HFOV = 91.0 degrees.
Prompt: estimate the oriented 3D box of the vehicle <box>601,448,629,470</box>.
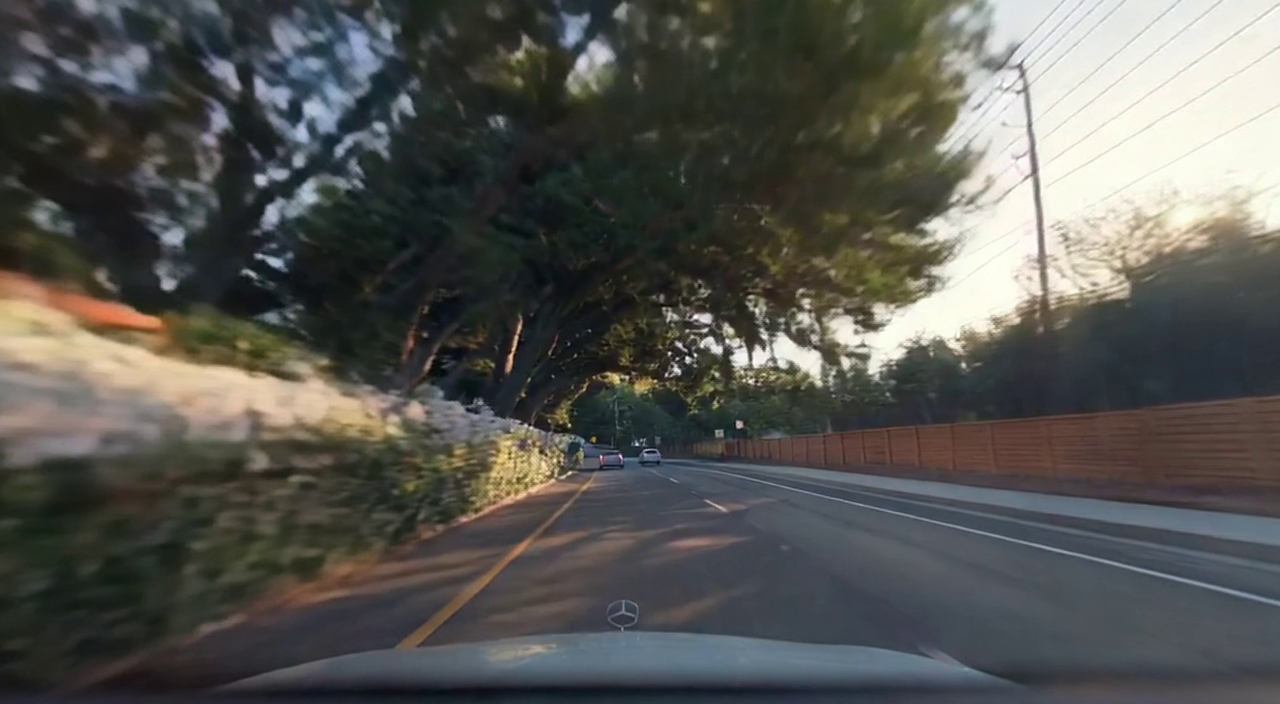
[{"bbox_3d":[-2.019,8.391,49.505,2.005,1.633,4.044,1,-9,-4],"label":"vehicle"}]
